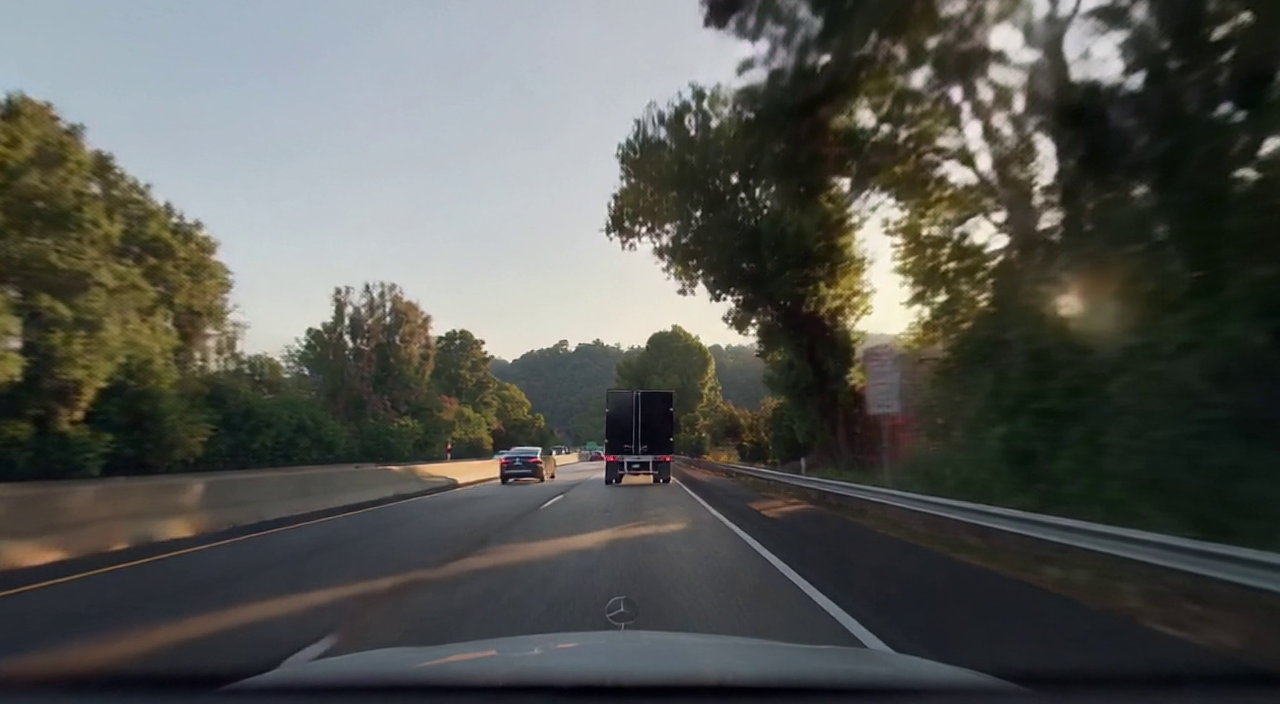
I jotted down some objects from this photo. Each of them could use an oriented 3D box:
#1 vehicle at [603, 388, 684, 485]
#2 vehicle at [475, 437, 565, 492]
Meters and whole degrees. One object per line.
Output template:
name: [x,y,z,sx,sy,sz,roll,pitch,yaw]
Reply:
vehicle: [0.003,3.750,27.328,2.913,3.530,8.648,0,-9,-2]
vehicle: [-3.908,3.767,21.376,2.160,1.661,4.388,0,-9,0]
